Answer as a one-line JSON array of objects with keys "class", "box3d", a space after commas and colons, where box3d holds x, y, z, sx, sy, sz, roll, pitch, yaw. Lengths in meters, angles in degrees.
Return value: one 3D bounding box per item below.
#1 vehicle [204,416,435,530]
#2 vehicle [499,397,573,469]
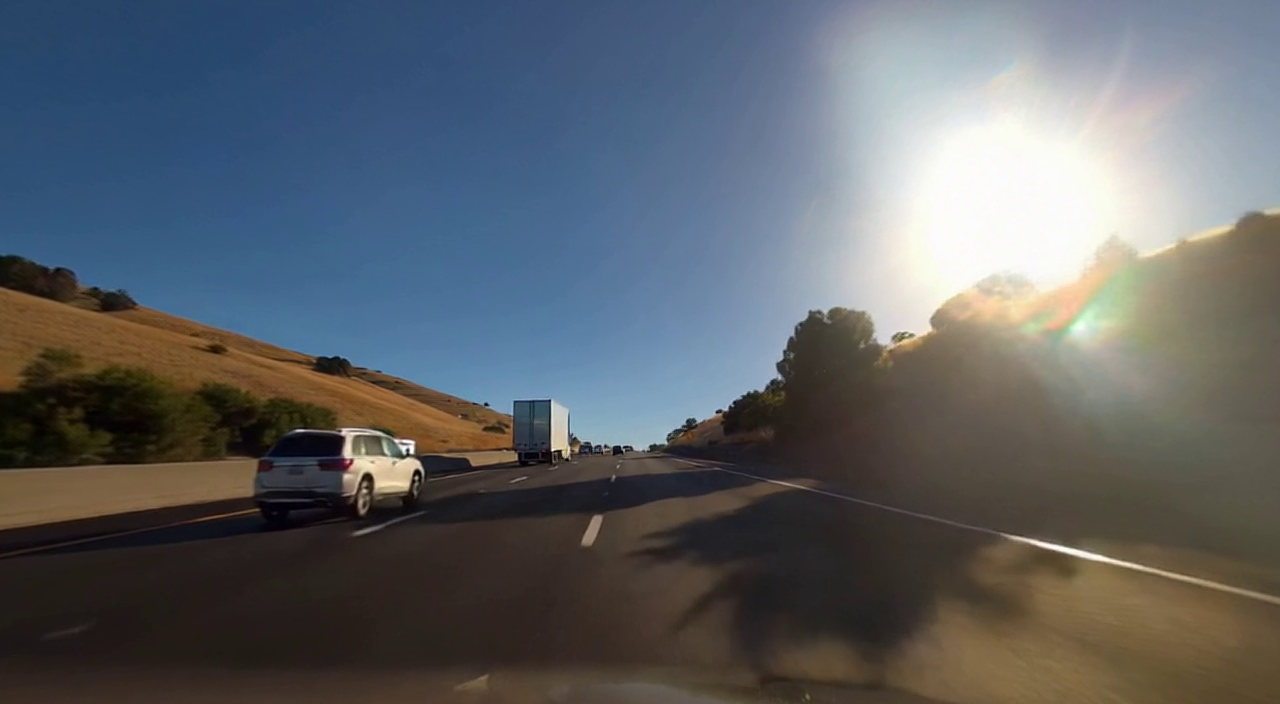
[{"class": "vehicle", "box3d": [-5.684, 2.199, 11.971, 2.099, 1.734, 4.413, 1, -8, -1]}, {"class": "vehicle", "box3d": [-6.286, 5.233, 39.943, 2.981, 3.860, 11.022, 1, -8, -1]}]
